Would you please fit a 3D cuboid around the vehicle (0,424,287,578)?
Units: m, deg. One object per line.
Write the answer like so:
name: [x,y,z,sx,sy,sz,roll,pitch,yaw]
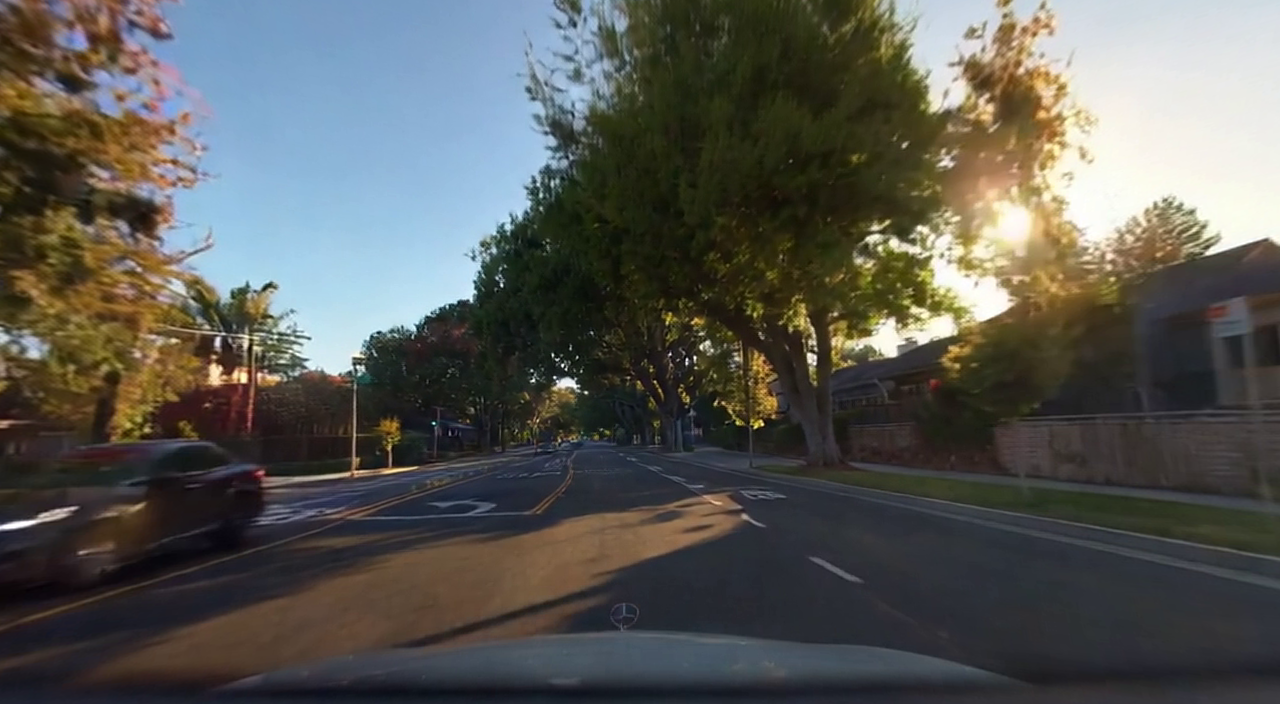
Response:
vehicle: [-7.857,2.099,9.801,2.175,1.796,4.605,0,-8,-2]
